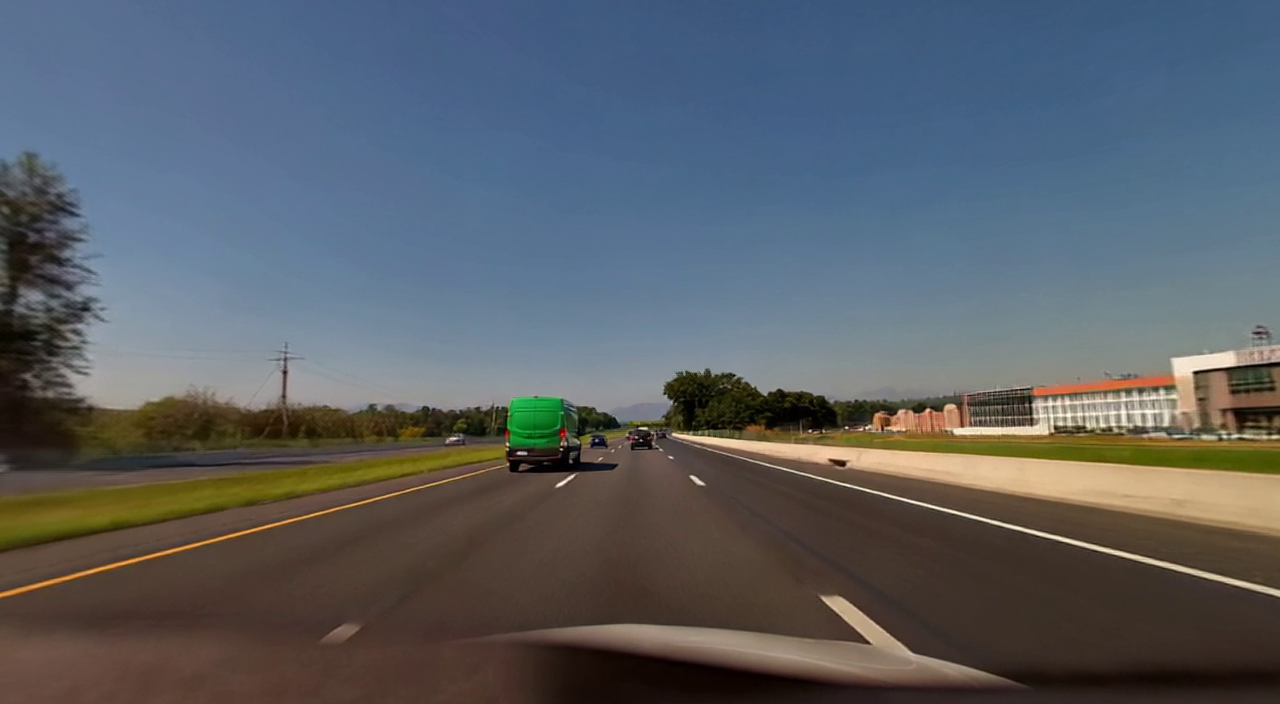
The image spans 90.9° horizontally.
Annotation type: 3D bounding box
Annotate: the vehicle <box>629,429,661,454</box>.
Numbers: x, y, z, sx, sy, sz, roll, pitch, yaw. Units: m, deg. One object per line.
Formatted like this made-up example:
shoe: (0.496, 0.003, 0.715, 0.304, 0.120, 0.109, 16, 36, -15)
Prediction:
vehicle: (0.311, 6.268, 44.154, 2.104, 1.646, 4.176, 0, -8, 0)

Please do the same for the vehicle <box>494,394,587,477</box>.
vehicle: (-3.349, 2.999, 22.653, 2.424, 2.577, 5.828, 0, -8, 0)
